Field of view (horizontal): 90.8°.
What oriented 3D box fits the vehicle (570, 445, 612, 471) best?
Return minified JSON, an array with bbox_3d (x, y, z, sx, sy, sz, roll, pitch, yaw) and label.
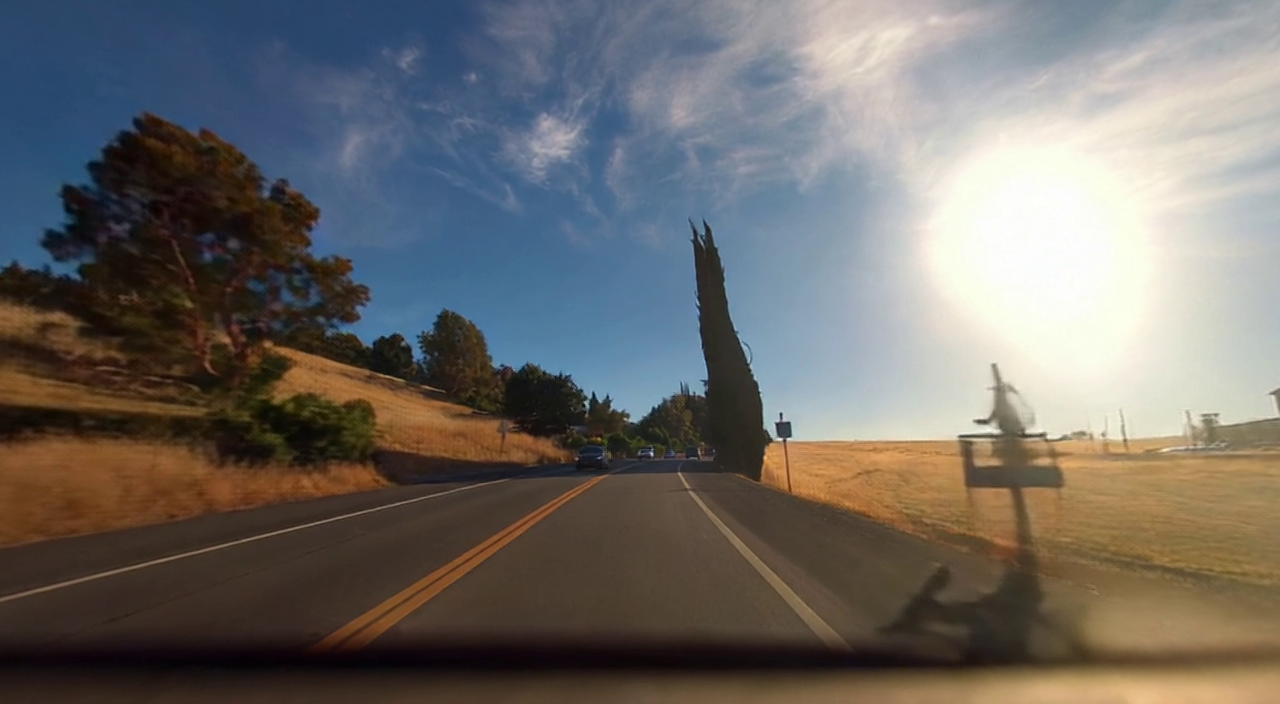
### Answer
[{"bbox_3d":[-3.076,6.814,40.768,2.049,1.566,4.387,-1,-8,5],"label":"vehicle"}]
